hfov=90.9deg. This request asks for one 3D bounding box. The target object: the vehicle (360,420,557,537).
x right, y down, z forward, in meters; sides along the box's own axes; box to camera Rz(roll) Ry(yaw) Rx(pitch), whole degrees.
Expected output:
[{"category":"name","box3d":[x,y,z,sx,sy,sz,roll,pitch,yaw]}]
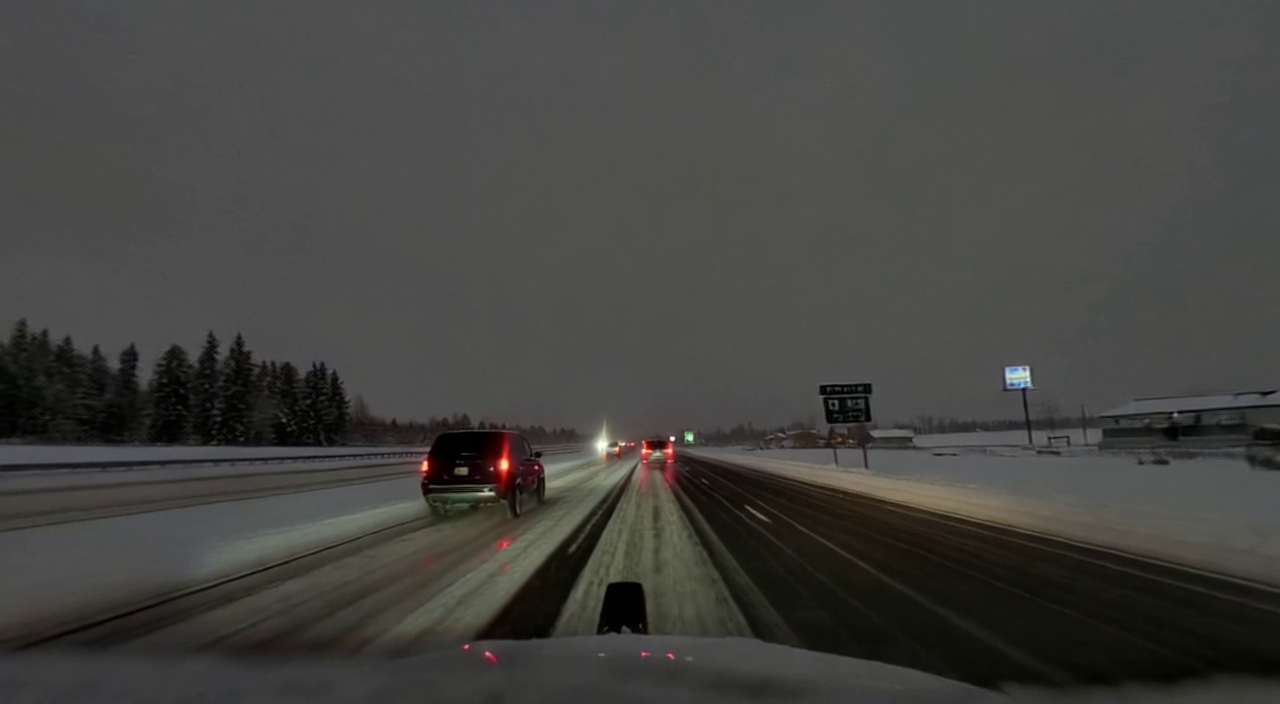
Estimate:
[{"category":"vehicle","box3d":[-3.075,2.276,11.980,2.239,1.761,4.620,0,-8,2]}]

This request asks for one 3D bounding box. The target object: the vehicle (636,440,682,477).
[{"category":"vehicle","box3d":[0.840,4.916,29.303,2.000,1.558,3.945,0,-8,0]}]
